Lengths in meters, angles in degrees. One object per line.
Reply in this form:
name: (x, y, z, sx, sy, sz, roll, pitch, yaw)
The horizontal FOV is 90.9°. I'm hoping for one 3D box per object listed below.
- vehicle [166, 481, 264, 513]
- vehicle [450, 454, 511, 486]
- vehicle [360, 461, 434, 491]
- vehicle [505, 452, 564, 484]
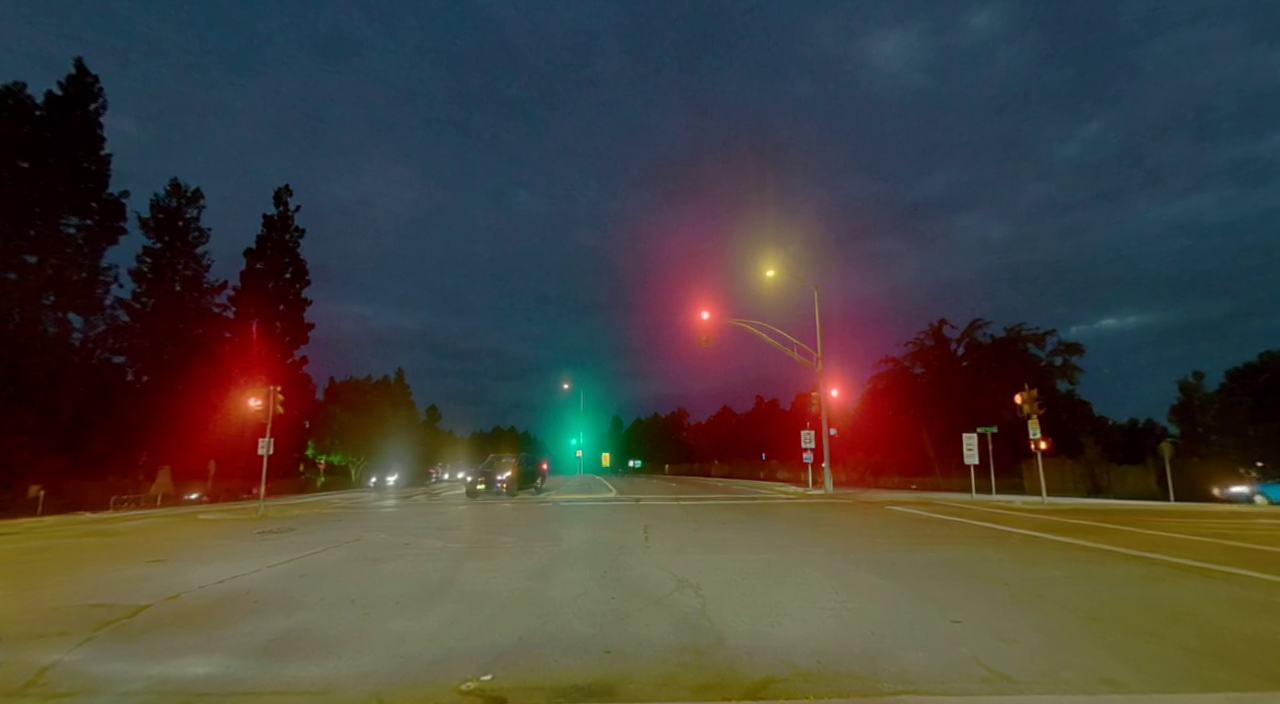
vehicle: (-24.417, 8.304, 36.370, 4.491, 1.500, 2.029, 5, -10, -33)
vehicle: (-8.039, 5.974, 32.095, 1.960, 1.433, 4.213, 0, -8, 1)
vehicle: (-16.581, 8.451, 43.377, 2.050, 1.755, 5.135, -2, -9, 15)
vehicle: (-5.225, 5.804, 31.815, 2.107, 1.456, 4.728, 0, -8, 1)
